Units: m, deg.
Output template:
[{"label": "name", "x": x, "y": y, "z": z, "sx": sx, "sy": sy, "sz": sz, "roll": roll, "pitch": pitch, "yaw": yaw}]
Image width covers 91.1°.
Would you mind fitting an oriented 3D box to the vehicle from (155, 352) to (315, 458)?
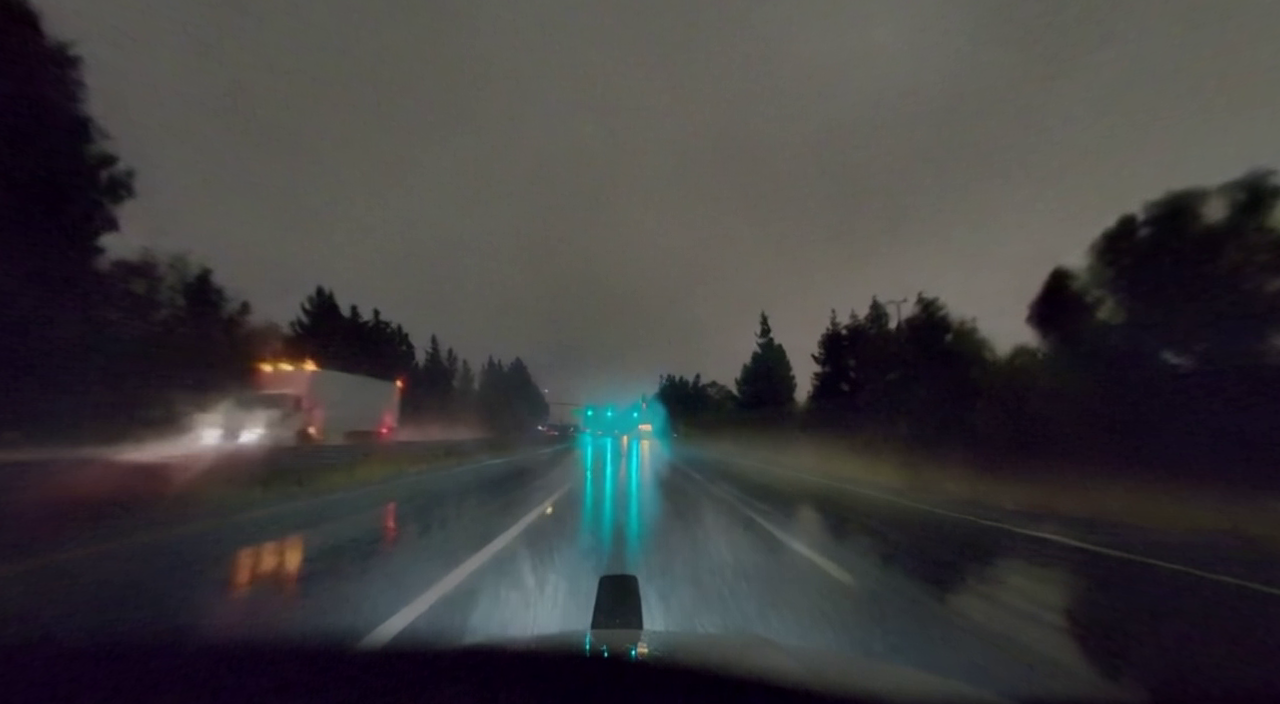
[{"label": "vehicle", "x": -16.668, "y": 2.340, "z": 26.454, "sx": 2.945, "sy": 3.994, "sz": 5.608, "roll": 0, "pitch": -7, "yaw": -2}]
